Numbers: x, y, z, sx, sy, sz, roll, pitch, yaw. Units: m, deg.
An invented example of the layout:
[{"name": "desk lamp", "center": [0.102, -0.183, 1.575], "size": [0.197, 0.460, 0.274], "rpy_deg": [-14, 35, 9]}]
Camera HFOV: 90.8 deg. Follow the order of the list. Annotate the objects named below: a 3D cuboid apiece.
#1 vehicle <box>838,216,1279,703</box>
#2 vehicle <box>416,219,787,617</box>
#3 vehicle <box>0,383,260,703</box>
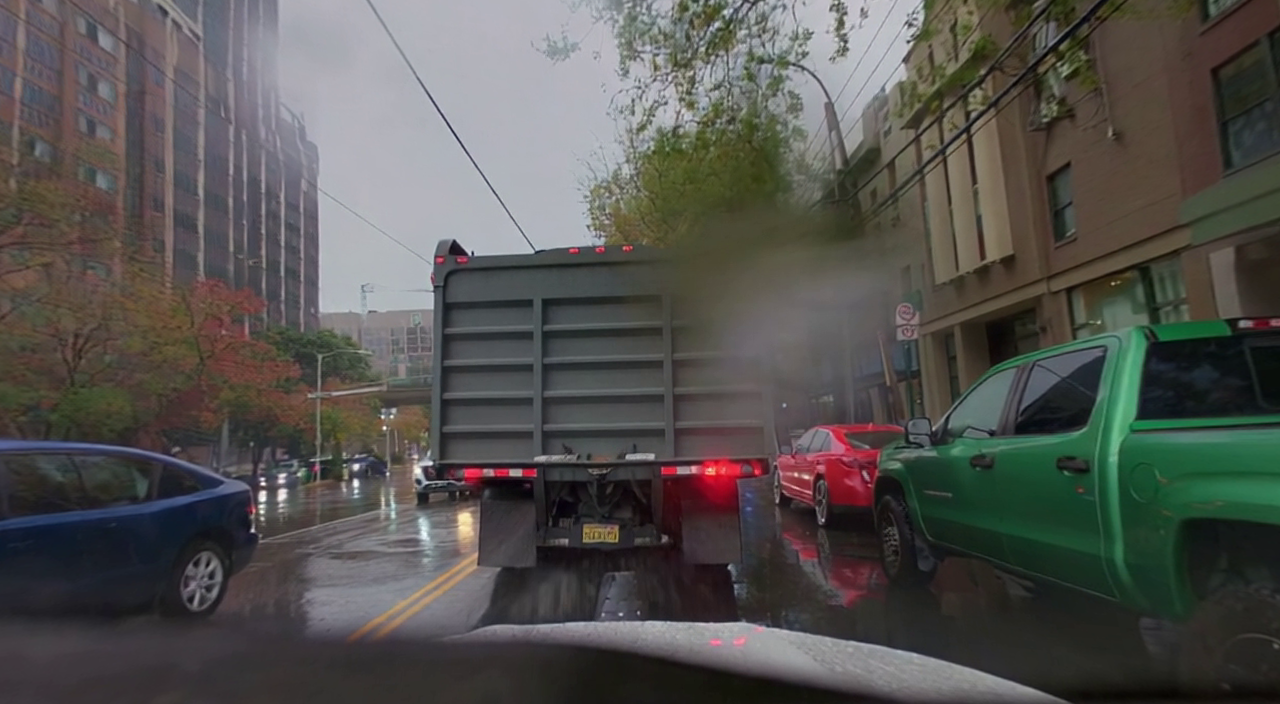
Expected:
[{"name": "vehicle", "center": [3.234, 0.824, 3.865], "size": [2.242, 1.979, 5.722], "rpy_deg": [0, -8, 1]}, {"name": "vehicle", "center": [-0.236, 1.072, 9.205], "size": [2.878, 3.204, 8.244], "rpy_deg": [0, -8, 1]}, {"name": "vehicle", "center": [-4.124, 0.957, 2.839], "size": [1.988, 1.657, 4.492], "rpy_deg": [0, -8, 0]}]
